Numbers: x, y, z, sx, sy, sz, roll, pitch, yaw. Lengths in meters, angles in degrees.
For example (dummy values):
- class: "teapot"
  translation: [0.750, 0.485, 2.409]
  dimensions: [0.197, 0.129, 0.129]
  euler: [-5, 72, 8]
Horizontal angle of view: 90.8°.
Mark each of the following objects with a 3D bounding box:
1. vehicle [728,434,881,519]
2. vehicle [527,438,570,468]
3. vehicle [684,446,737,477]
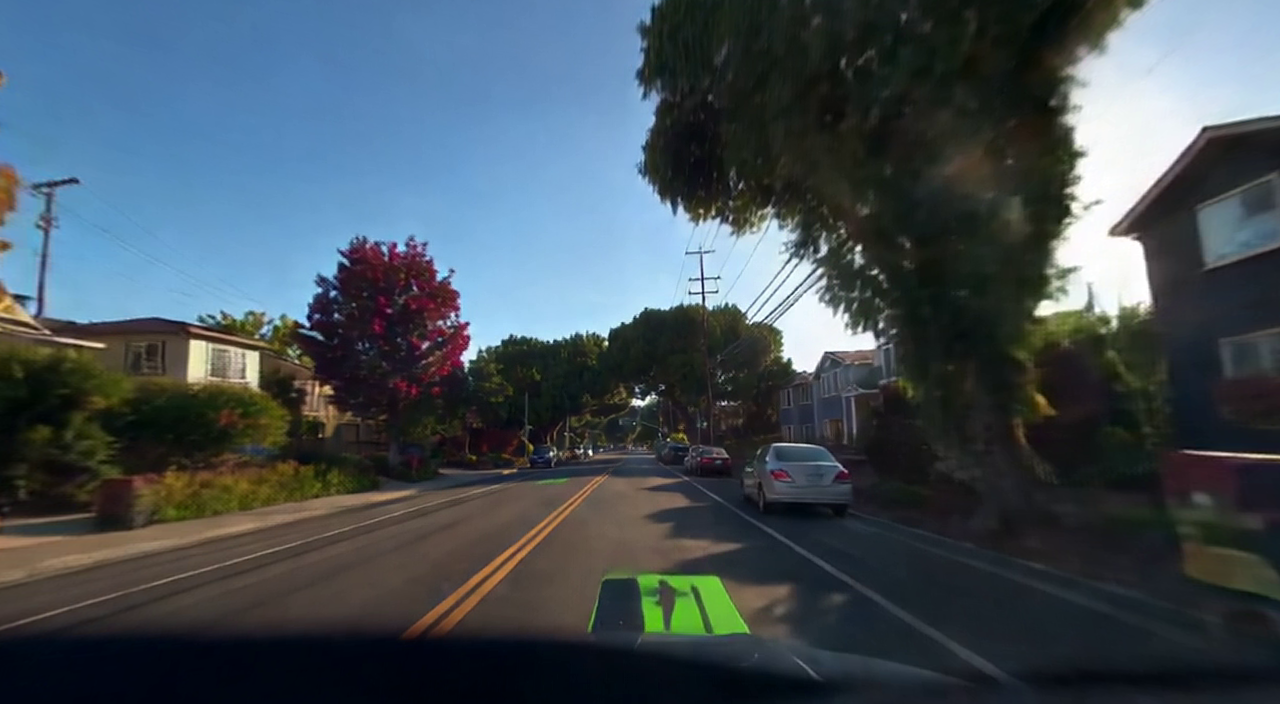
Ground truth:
- class: "vehicle"
  translation: [3.414, 2.693, 14.273]
  dimensions: [2.024, 1.554, 4.867]
  euler: [0, -8, -2]
- class: "vehicle"
  translation: [-6.760, 7.564, 47.171]
  dimensions: [2.451, 2.099, 5.112]
  euler: [-1, -10, 0]
- class: "vehicle"
  translation: [3.295, 5.234, 30.475]
  dimensions: [1.967, 1.382, 4.361]
  euler: [0, -8, -1]
